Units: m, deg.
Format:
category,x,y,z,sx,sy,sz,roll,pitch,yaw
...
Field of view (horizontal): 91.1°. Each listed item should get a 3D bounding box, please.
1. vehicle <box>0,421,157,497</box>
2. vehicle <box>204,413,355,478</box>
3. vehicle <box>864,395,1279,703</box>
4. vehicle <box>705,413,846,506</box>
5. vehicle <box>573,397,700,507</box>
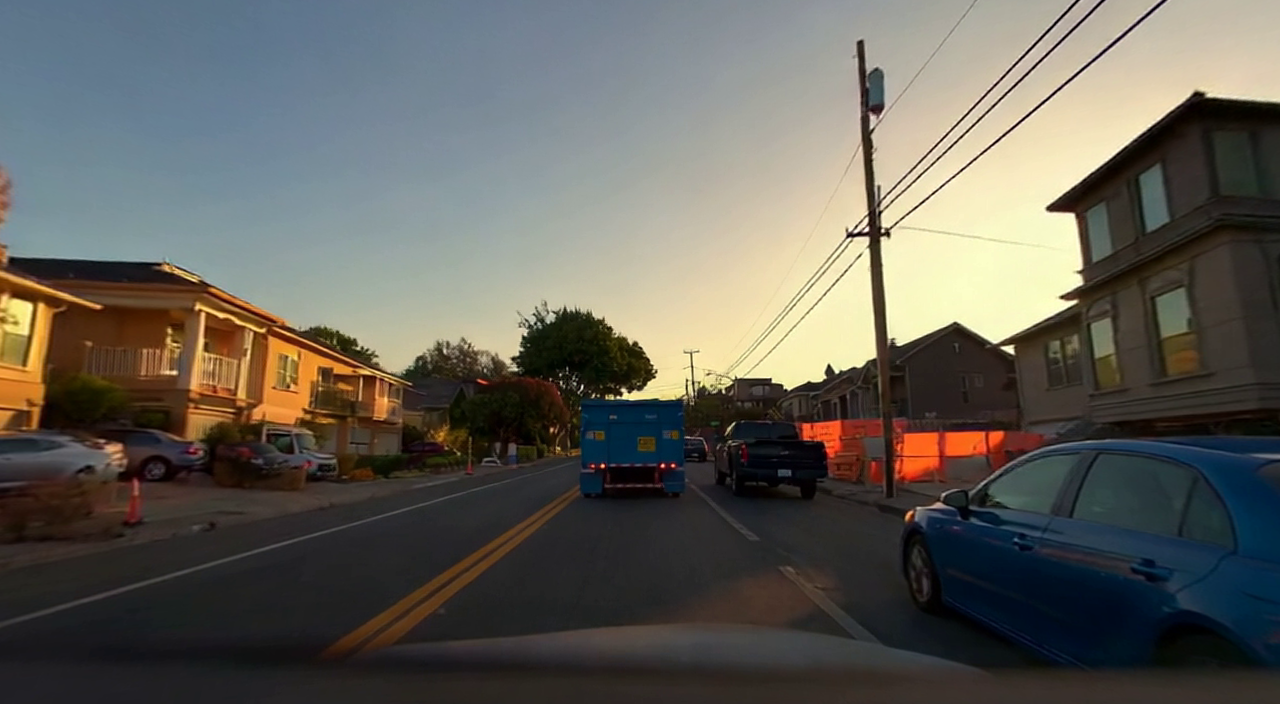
category,x,y,z,sx,sy,sz,roll,pitch,yaw
vehicle,-14.969,2.756,16.491,2.010,1.721,4.499,2,-9,-16
vehicle,-13.388,3.546,23.917,2.475,2.157,5.567,0,-8,-1
vehicle,3.039,1.102,3.401,2.010,1.499,4.481,0,-8,0
vehicle,3.224,2.758,16.471,2.486,1.993,5.667,0,-8,0
vehicle,-0.027,2.668,17.028,2.751,2.361,6.347,1,-9,1
